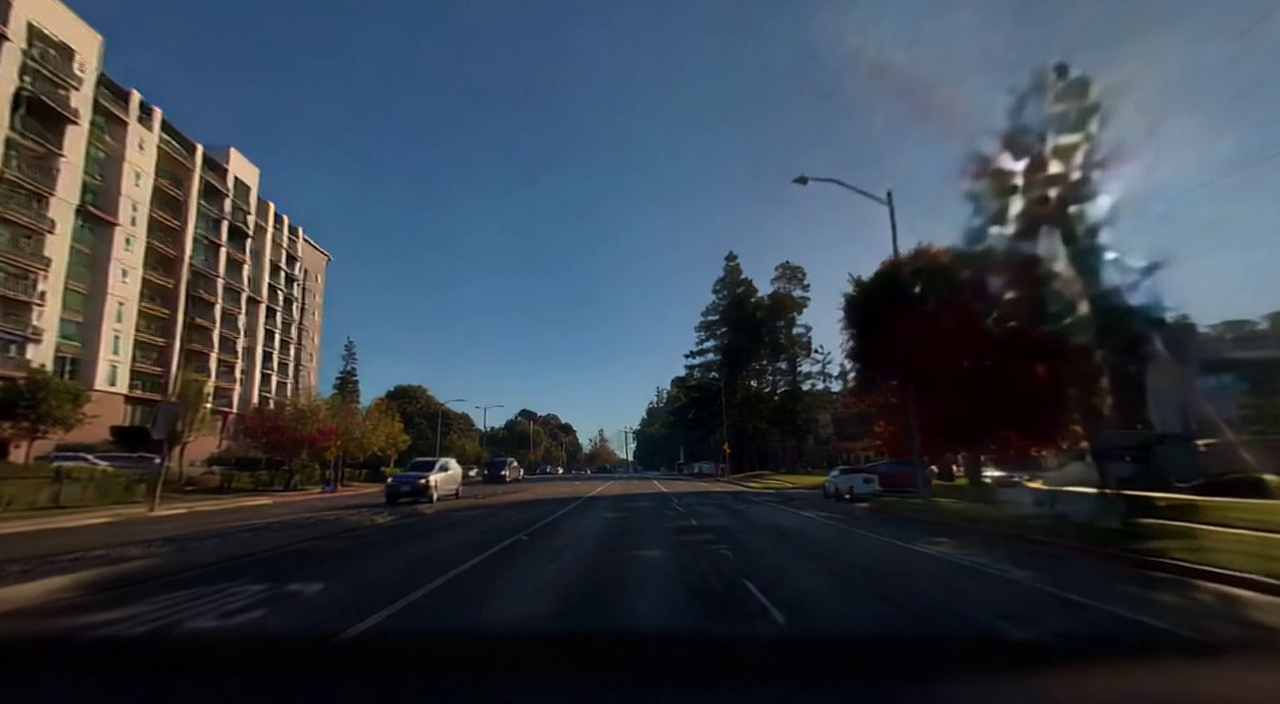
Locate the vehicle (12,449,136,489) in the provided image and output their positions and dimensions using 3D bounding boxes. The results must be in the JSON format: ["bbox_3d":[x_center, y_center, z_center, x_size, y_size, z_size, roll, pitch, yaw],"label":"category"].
[{"bbox_3d":[-27.578,5.748,30.714,3.770,1.737,2.102,1,-15,-1],"label":"vehicle"}]

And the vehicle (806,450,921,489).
[{"bbox_3d":[11.055,5.830,31.320,4.903,1.831,2.098,0,-9,2],"label":"vehicle"}]

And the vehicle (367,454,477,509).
[{"bbox_3d":[-7.596,4.531,22.432,2.220,1.681,4.633,0,-9,0],"label":"vehicle"}]
